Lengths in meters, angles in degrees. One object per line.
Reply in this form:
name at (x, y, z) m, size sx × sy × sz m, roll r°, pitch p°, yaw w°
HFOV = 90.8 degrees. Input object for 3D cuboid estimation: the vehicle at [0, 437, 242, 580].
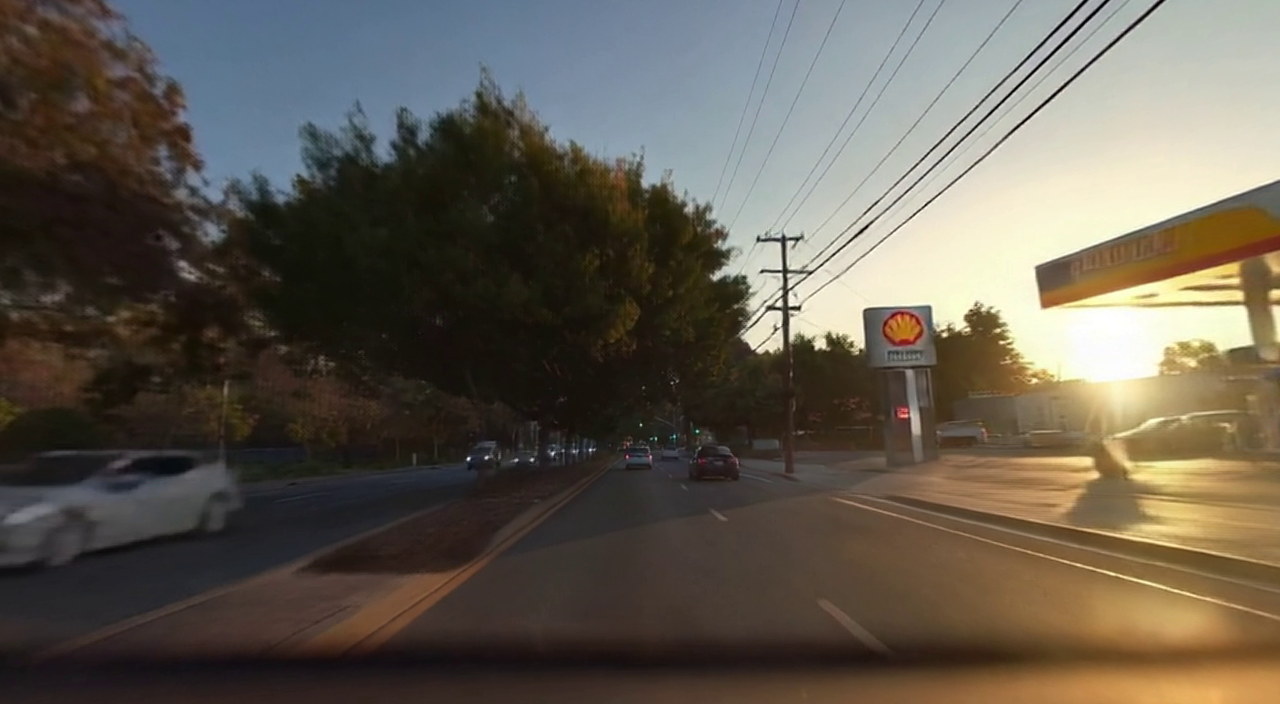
vehicle at (-8.203, 2.065, 9.158) m, size 2.085 × 1.582 × 4.305 m, roll -1°, pitch -8°, yaw -1°

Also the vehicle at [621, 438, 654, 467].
vehicle at (-0.203, 6.823, 43.156) m, size 2.163 × 1.825 × 4.073 m, roll 0°, pitch -8°, yaw -1°

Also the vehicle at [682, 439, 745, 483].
vehicle at (2.942, 4.442, 26.101) m, size 1.990 × 1.592 × 4.294 m, roll 0°, pitch -8°, yaw -1°
